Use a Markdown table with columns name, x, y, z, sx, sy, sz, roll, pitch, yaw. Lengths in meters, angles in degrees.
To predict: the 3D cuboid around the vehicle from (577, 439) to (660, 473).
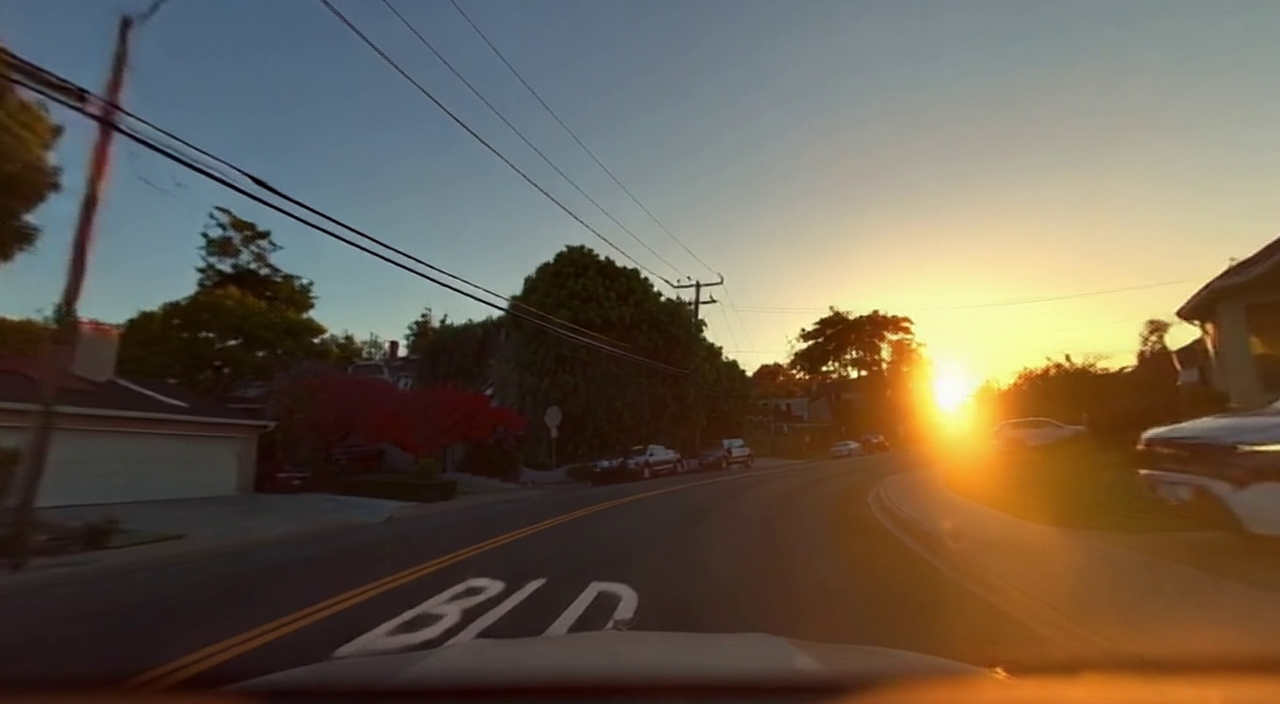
| name | x | y | z | sx | sy | sz | roll | pitch | yaw |
| --- | --- | --- | --- | --- | --- | --- | --- | --- | --- |
| vehicle | -1.293 | 5.883 | 35.995 | 2.155 | 1.802 | 4.758 | 8 | -11 | -42 |

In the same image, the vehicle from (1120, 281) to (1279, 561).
| name | x | y | z | sx | sy | sz | roll | pitch | yaw |
| --- | --- | --- | --- | --- | --- | --- | --- | --- | --- |
| vehicle | 7.262 | 0.554 | 4.951 | 5.011 | 2.014 | 2.056 | -2 | -9 | 11 |

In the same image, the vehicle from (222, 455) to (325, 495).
| name | x | y | z | sx | sy | sz | roll | pitch | yaw |
| --- | --- | --- | --- | --- | --- | --- | --- | --- | --- |
| vehicle | -15.141 | 5.044 | 26.121 | 3.697 | 1.489 | 1.842 | -4 | -9 | 26 |

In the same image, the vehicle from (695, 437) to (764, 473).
| name | x | y | z | sx | sy | sz | roll | pitch | yaw |
| --- | --- | --- | --- | --- | --- | --- | --- | --- | --- |
| vehicle | 4.991 | 5.750 | 34.822 | 2.056 | 1.726 | 4.463 | -8 | -14 | 31 |

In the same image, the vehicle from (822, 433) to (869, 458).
| name | x | y | z | sx | sy | sz | roll | pitch | yaw |
| --- | --- | --- | --- | --- | --- | --- | --- | --- | --- |
| vehicle | 15.360 | 7.018 | 47.154 | 1.971 | 1.539 | 4.110 | -7 | -15 | 39 |
